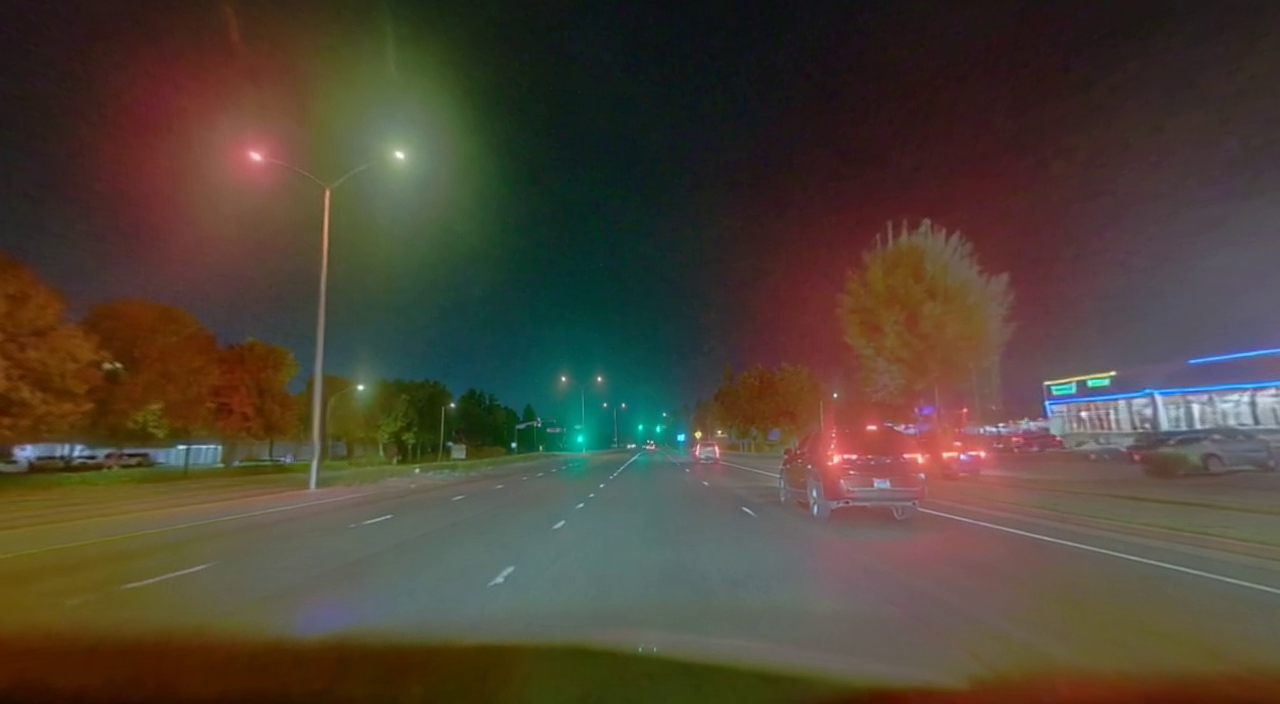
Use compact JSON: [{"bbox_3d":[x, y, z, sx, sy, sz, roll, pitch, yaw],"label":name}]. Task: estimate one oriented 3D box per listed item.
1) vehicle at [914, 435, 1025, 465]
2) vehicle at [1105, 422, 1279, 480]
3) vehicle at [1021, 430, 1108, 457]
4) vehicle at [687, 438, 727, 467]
[{"bbox_3d":[17.100,5.135,32.873,4.685,1.478,1.849,-1,-9,2],"label":"vehicle"},{"bbox_3d":[17.619,3.075,19.661,4.386,1.701,2.121,-1,-8,4],"label":"vehicle"},{"bbox_3d":[30.467,6.610,45.340,2.038,1.770,4.755,7,-12,-42],"label":"vehicle"},{"bbox_3d":[4.202,6.387,40.203,2.007,1.683,4.171,0,-8,-1],"label":"vehicle"}]
